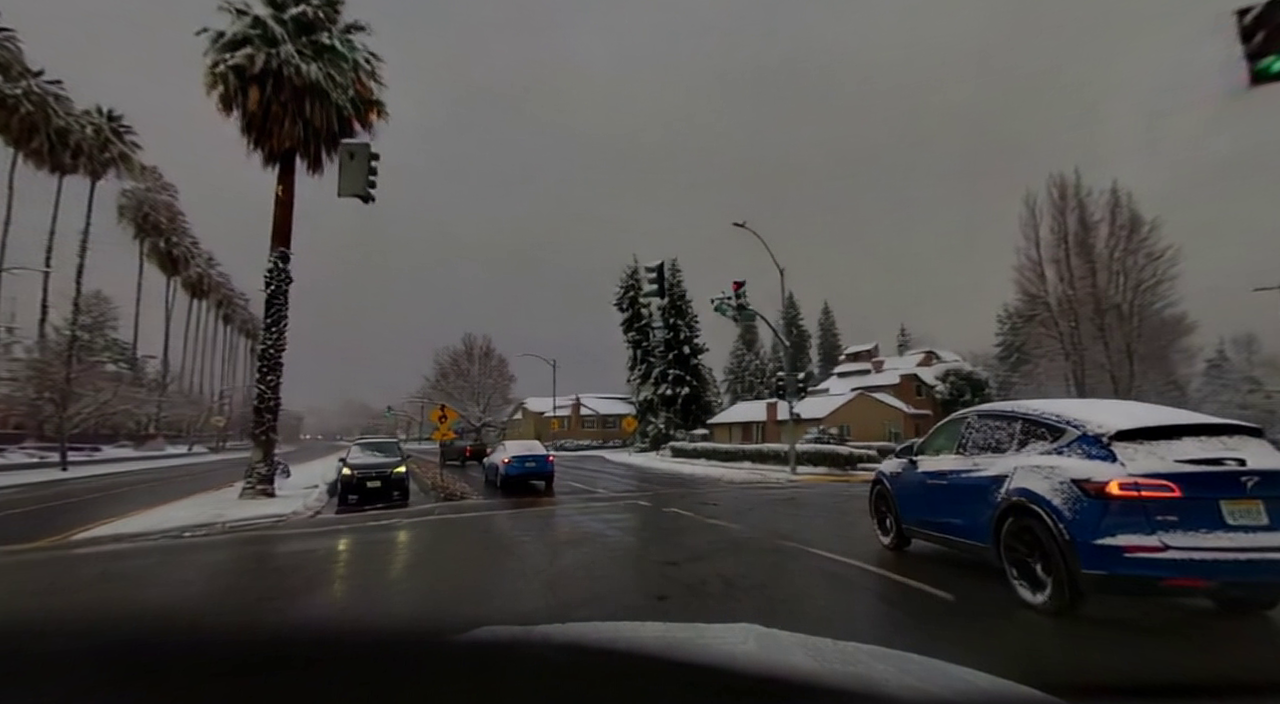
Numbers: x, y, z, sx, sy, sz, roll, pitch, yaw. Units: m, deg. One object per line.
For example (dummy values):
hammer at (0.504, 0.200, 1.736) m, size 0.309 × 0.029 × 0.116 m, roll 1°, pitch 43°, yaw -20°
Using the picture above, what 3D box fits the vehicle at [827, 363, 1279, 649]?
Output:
vehicle at (4.046, 1.355, 6.707) m, size 2.205 × 1.803 × 5.135 m, roll 0°, pitch -9°, yaw -4°

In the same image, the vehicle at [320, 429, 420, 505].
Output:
vehicle at (-7.911, 3.322, 18.807) m, size 2.283 × 1.878 × 5.384 m, roll 3°, pitch -9°, yaw -21°

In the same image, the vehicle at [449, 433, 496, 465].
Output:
vehicle at (-10.777, 6.197, 40.446) m, size 2.272 × 1.891 × 4.562 m, roll 3°, pitch -9°, yaw -22°

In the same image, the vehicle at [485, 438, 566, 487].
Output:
vehicle at (-4.617, 4.281, 24.886) m, size 2.341 × 1.709 × 4.466 m, roll 3°, pitch -9°, yaw -20°
